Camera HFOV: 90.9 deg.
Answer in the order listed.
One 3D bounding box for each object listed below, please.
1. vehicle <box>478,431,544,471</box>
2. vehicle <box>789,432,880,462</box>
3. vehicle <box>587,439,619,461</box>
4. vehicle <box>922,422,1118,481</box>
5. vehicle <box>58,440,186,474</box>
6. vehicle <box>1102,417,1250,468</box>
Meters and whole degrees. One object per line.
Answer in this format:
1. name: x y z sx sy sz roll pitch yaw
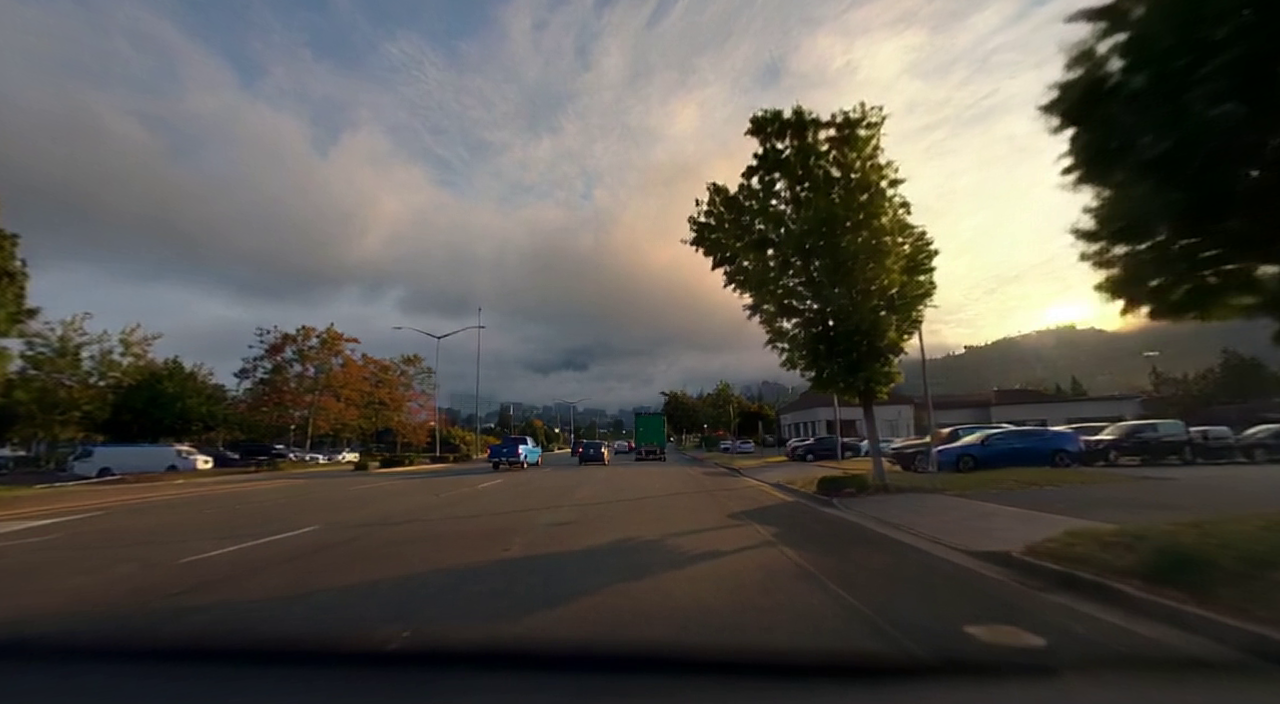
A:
1. vehicle: -6.673 5.187 33.222 2.149 1.893 5.187 0 -8 2
2. vehicle: 10.628 5.243 34.734 4.346 1.595 1.964 0 -8 0
3. vehicle: -2.842 7.705 49.674 2.114 1.663 4.381 0 -8 2
4. vehicle: 11.395 3.013 19.161 4.655 1.688 1.876 0 -9 2
5. vehicle: -34.042 6.919 41.561 6.393 2.108 2.467 -1 -9 4
6. vehicle: 21.396 3.670 25.500 1.888 1.812 4.911 -1 -8 4
